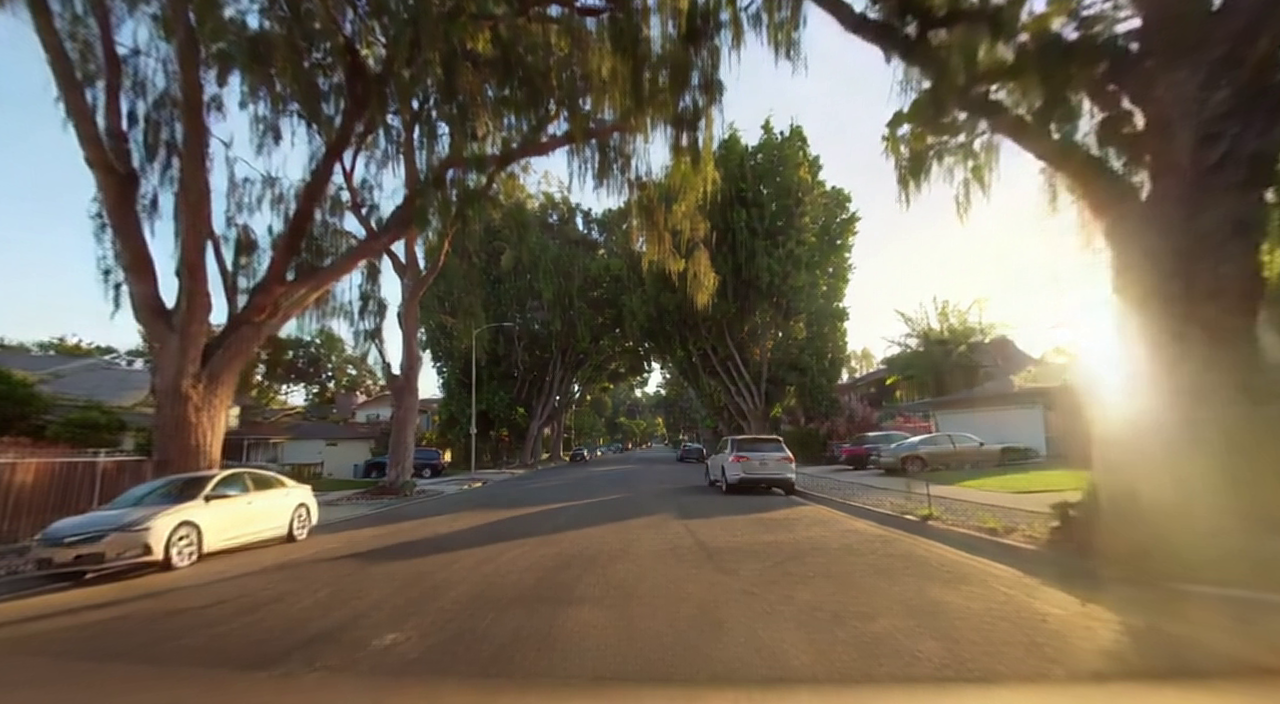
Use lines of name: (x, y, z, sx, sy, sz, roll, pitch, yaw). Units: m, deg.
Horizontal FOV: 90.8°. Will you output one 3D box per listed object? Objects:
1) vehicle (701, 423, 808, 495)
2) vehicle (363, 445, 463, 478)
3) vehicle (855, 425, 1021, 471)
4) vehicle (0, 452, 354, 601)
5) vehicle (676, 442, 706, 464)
vehicle: (3.293, 3.225, 19.391, 2.241, 1.875, 5.059, 0, -8, -1)
vehicle: (-12.917, 6.215, 36.138, 4.928, 1.797, 1.981, -1, -9, 2)
vehicle: (10.601, 3.495, 22.893, 5.041, 1.486, 1.969, -3, -9, 13)
vehicle: (-6.250, 2.298, 9.232, 2.099, 1.399, 4.357, -4, -8, 1)
vehicle: (3.692, 7.445, 46.735, 2.016, 1.567, 4.228, -1, -8, 2)
